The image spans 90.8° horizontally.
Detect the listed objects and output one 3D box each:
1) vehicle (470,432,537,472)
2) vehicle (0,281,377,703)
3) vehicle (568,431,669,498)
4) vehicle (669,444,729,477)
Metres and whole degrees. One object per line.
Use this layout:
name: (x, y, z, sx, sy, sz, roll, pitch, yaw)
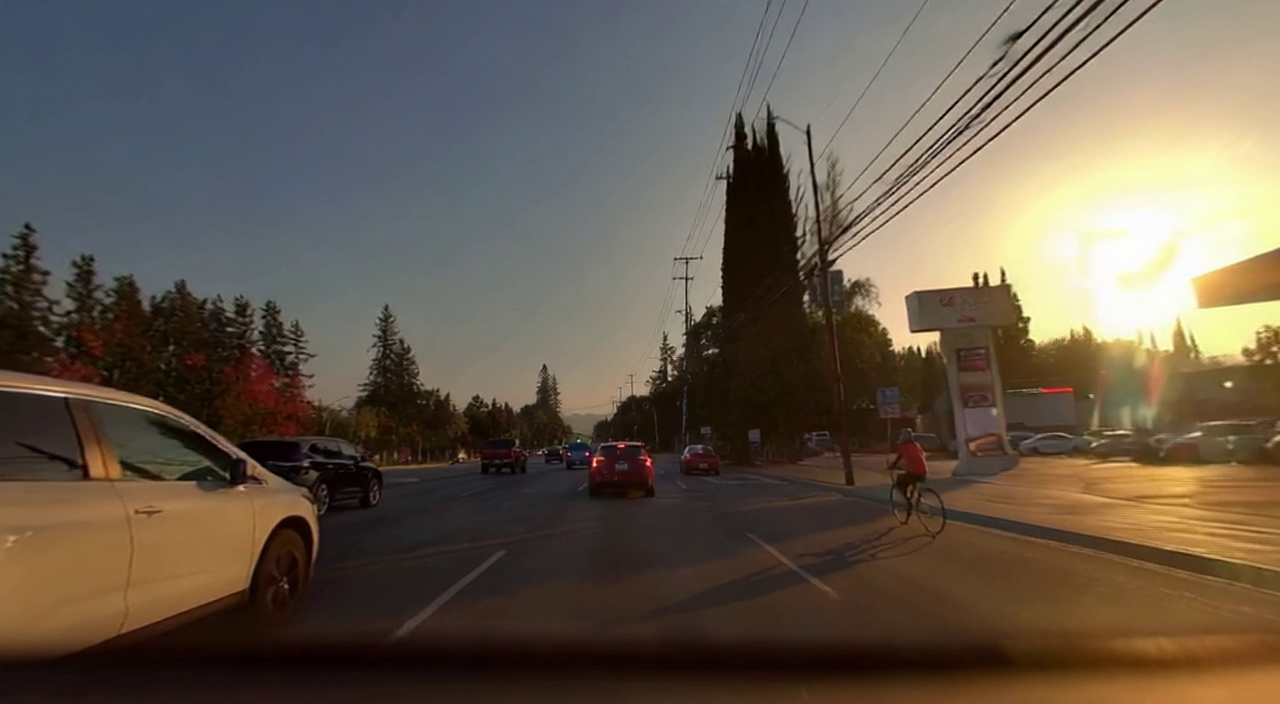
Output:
vehicle: (-7.009, 5.206, 33.148, 2.385, 1.918, 5.056, 0, -9, 0)
vehicle: (-3.058, 0.687, 2.662, 1.922, 1.642, 4.547, 0, -9, 0)
vehicle: (-0.470, 2.765, 15.848, 2.189, 1.437, 4.135, 0, -9, 0)
vehicle: (2.501, 4.753, 27.929, 2.065, 1.302, 4.416, 0, -8, -2)
